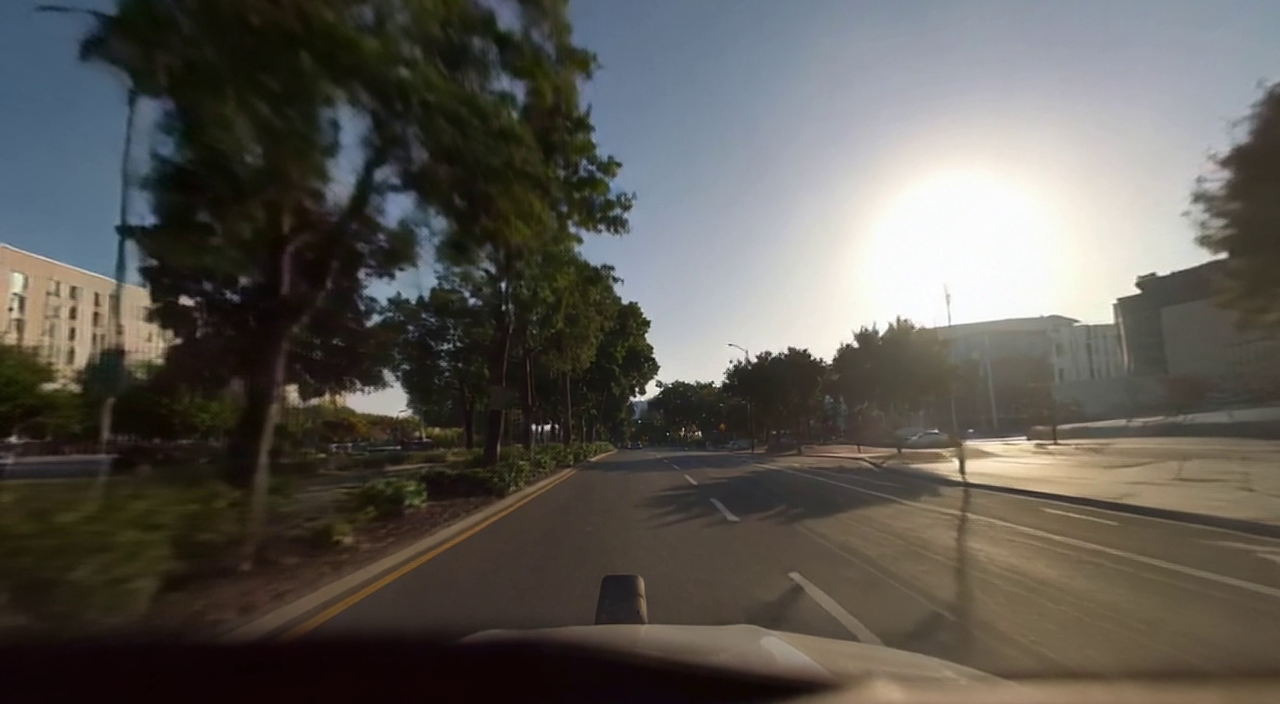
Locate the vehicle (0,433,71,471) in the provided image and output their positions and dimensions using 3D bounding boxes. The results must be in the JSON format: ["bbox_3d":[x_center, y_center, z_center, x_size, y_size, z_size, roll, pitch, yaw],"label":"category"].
[{"bbox_3d":[-39.569,6.241,39.769,2.265,2.236,5.627,1,-8,-2],"label":"vehicle"}]
